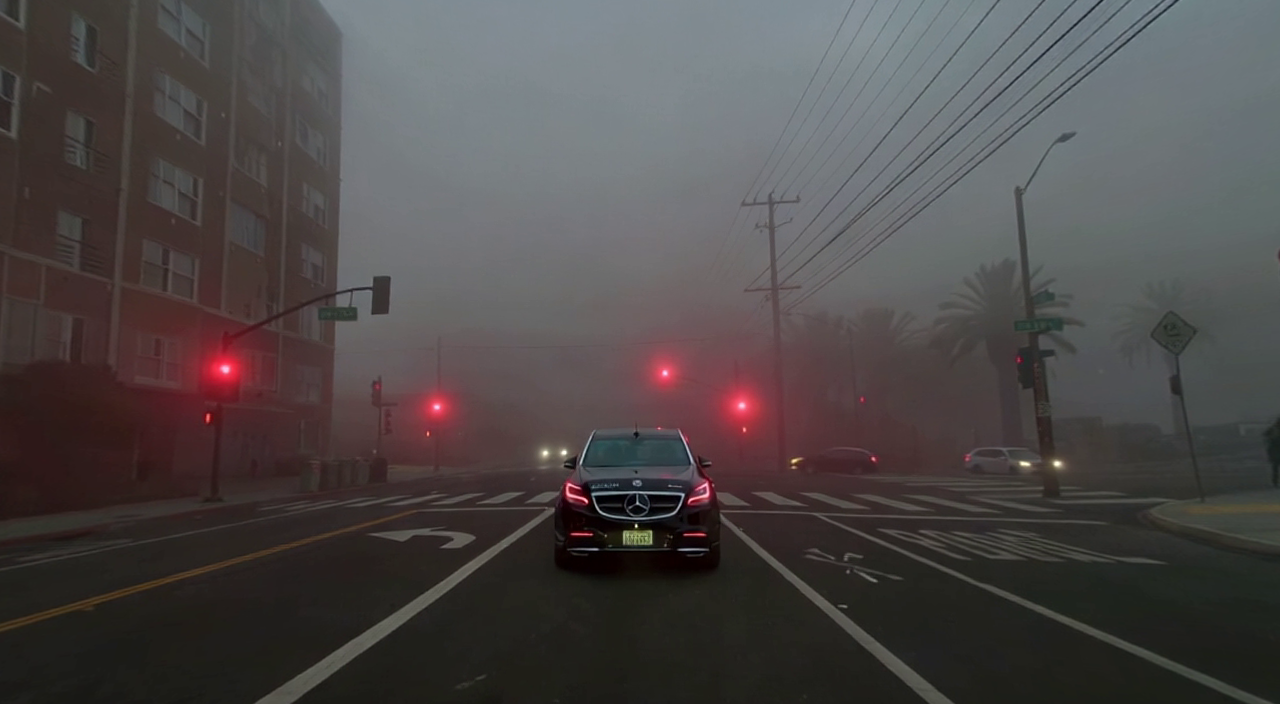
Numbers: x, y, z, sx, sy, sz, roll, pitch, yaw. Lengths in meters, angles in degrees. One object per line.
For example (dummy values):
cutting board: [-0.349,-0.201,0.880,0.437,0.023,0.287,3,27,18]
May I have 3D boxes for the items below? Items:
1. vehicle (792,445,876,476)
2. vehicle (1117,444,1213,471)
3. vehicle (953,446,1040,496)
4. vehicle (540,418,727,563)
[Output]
vehicle: [11.227,6.229,36.538,4.494,1.704,1.976,-3,-9,20]
vehicle: [32.174,6.465,38.764,4.234,1.613,1.812,0,-8,-1]
vehicle: [12.974,4.234,22.869,2.004,1.593,4.118,-7,-11,37]
vehicle: [-0.077,1.877,9.237,2.144,1.643,3.770,0,-8,0]
